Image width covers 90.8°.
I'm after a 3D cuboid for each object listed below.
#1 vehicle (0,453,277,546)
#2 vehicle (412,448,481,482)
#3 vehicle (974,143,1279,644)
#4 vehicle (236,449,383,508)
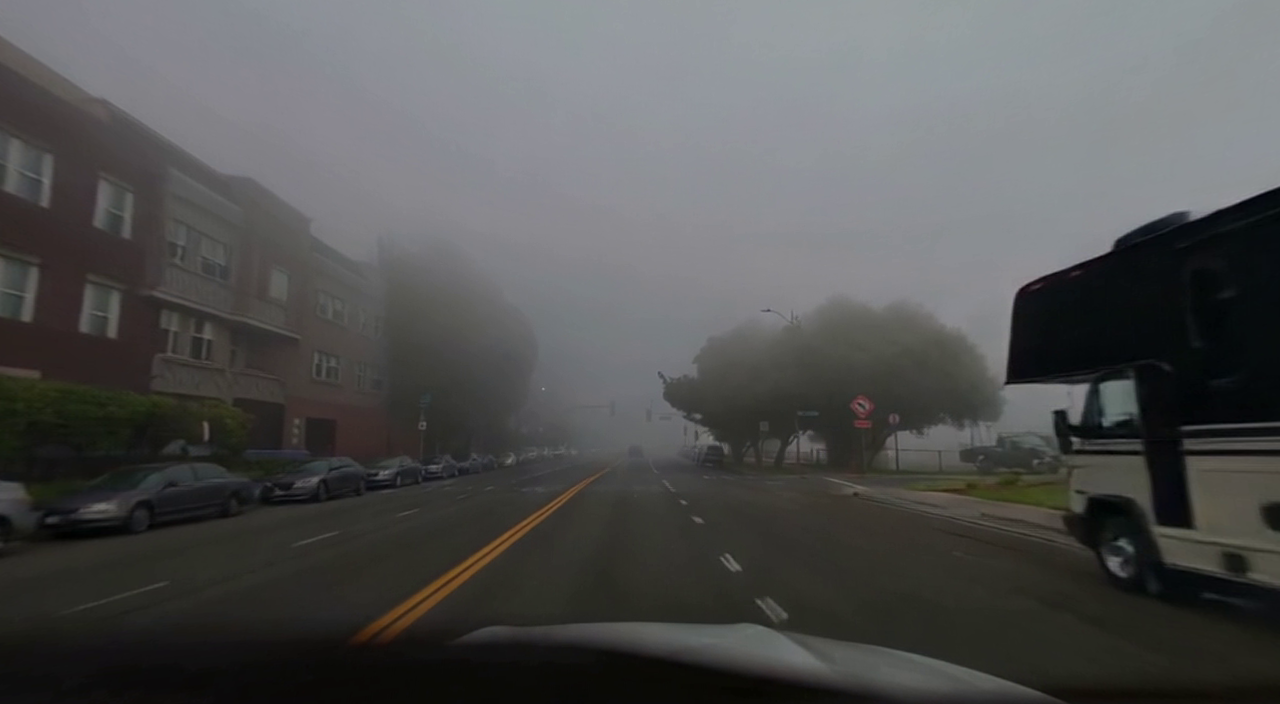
[{"bbox_3d":[-10.021,2.899,13.189,1.959,1.451,4.990,0,-8,-1],"label":"vehicle"},{"bbox_3d":[-10.136,5.933,33.575,1.995,1.564,5.321,0,-8,0],"label":"vehicle"},{"bbox_3d":[6.078,0.106,3.189,3.102,3.473,9.734,0,-8,-2],"label":"vehicle"},{"bbox_3d":[-10.024,3.827,19.703,1.918,1.535,4.834,-1,-8,1],"label":"vehicle"}]
